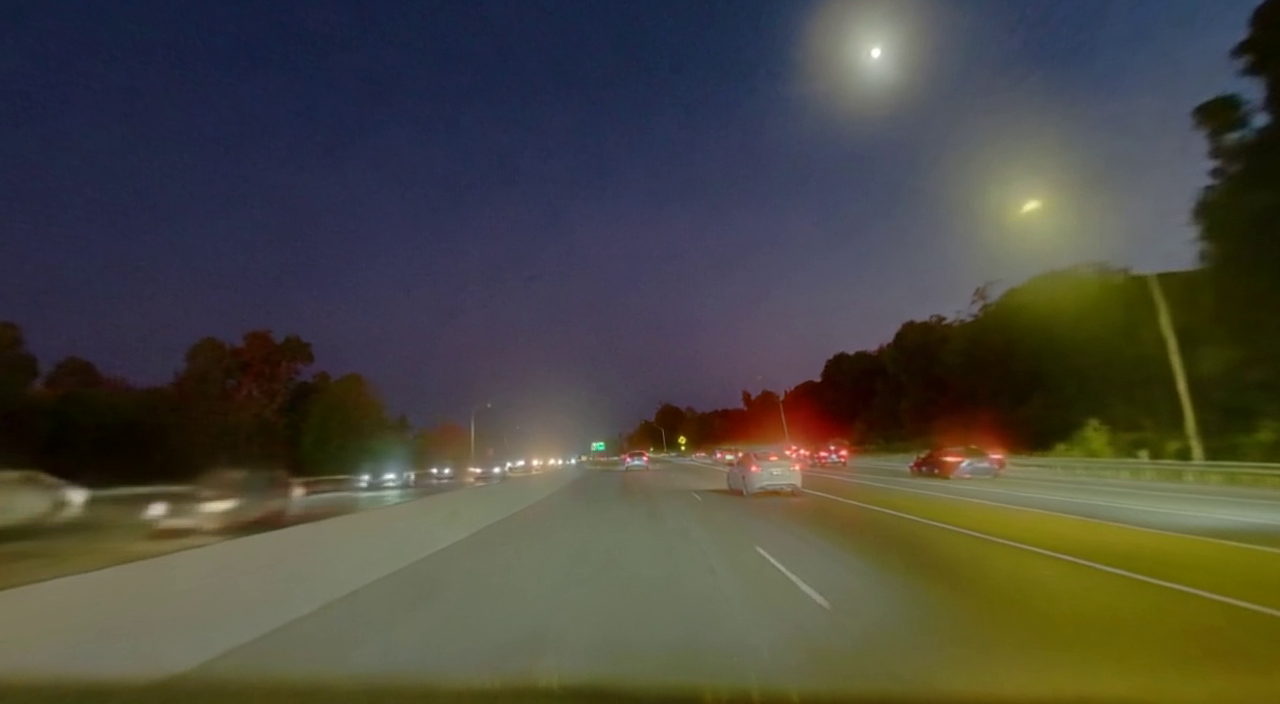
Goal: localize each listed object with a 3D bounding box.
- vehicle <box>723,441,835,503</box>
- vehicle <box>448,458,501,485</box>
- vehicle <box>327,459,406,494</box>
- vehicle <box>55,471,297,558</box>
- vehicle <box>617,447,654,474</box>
[{"bbox_3d":[3.655,3.227,17.477,1.972,1.488,4.335,0,-8,-2],"label":"vehicle"},{"bbox_3d":[-9.921,7.150,38.187,1.940,1.435,4.312,0,-8,1],"label":"vehicle"},{"bbox_3d":[-13.677,6.230,31.899,1.939,1.504,4.481,0,-8,0],"label":"vehicle"},{"bbox_3d":[-9.974,3.481,14.155,2.069,1.447,4.361,0,-8,0],"label":"vehicle"},{"bbox_3d":[-0.284,6.463,37.896,2.090,1.510,4.280,0,-8,0],"label":"vehicle"}]
